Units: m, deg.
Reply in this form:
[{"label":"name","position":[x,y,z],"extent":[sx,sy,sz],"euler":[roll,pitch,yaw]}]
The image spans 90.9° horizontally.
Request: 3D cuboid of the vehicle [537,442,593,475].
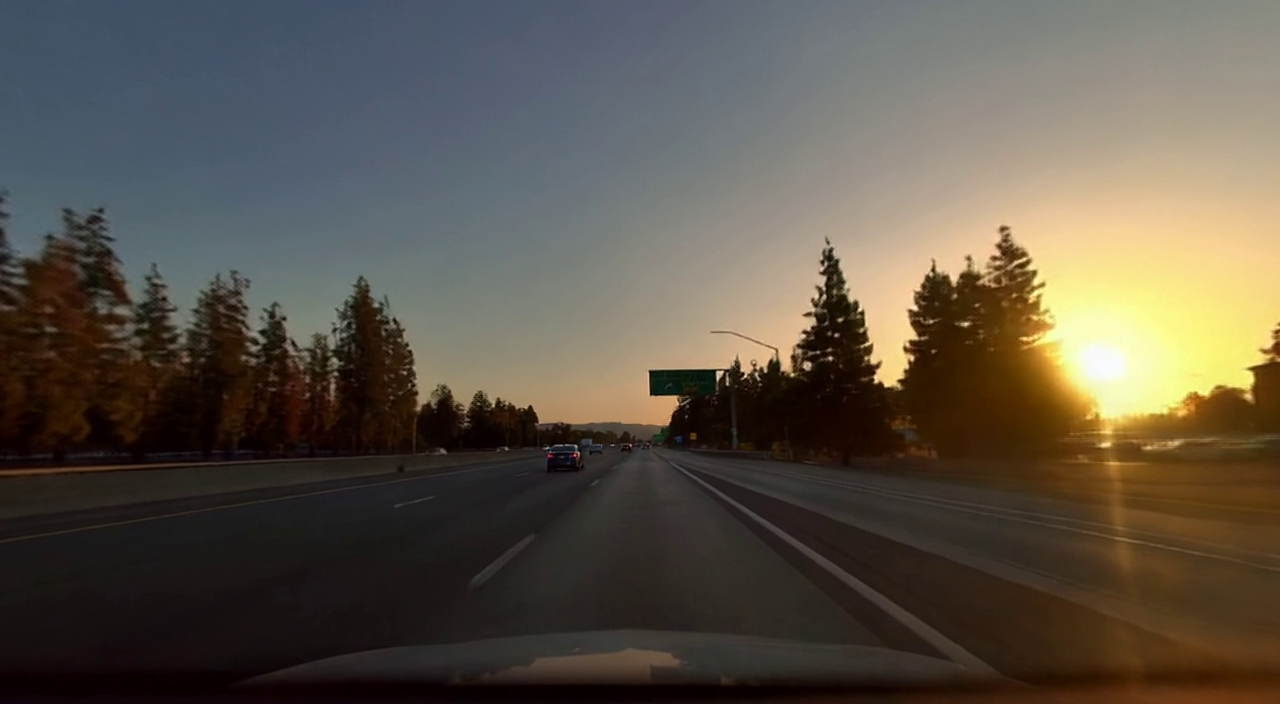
[{"label":"vehicle","position":[-3.468,5.021,30.021],"extent":[2.128,1.450,4.078],"euler":[0,-8,1]}]
